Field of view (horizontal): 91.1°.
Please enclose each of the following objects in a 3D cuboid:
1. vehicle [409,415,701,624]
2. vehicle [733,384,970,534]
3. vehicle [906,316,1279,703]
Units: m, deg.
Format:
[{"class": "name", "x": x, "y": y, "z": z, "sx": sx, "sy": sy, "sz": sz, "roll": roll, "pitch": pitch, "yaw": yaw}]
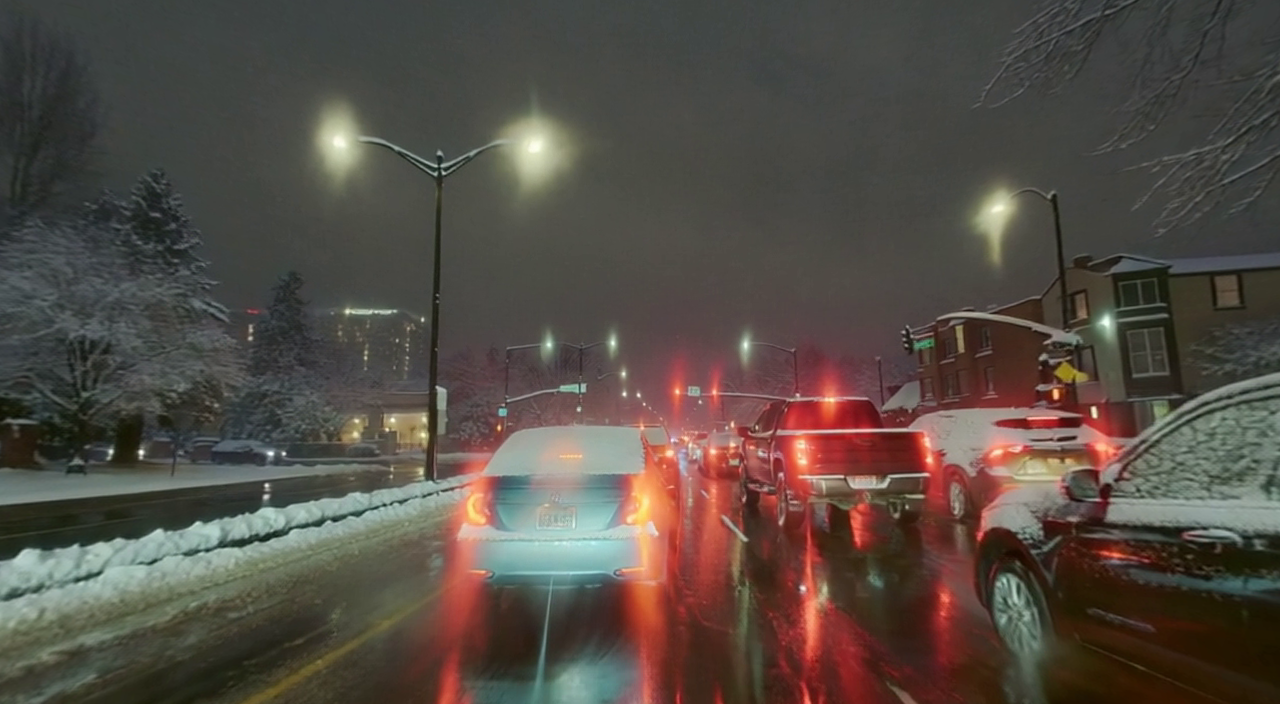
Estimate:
[{"class": "vehicle", "x": -0.593, "y": 1.569, "z": 6.877, "sx": 2.172, "sy": 1.536, "sz": 4.250, "roll": 0, "pitch": -9, "yaw": 1}, {"class": "vehicle", "x": 3.532, "y": 2.001, "z": 12.190, "sx": 2.497, "sy": 2.186, "sz": 5.890, "roll": 0, "pitch": -9, "yaw": 0}, {"class": "vehicle", "x": 3.158, "y": 0.829, "z": 2.621, "sx": 2.024, "sy": 1.723, "sz": 4.714, "roll": 0, "pitch": -9, "yaw": 0}]
